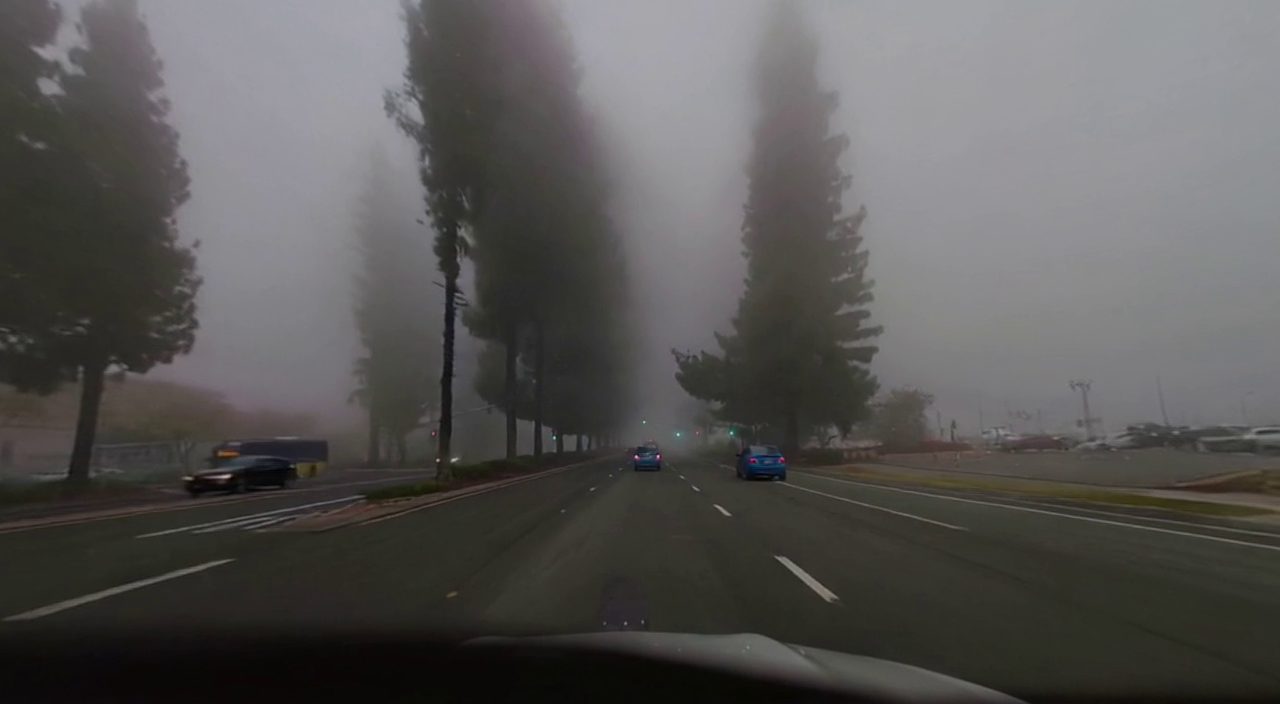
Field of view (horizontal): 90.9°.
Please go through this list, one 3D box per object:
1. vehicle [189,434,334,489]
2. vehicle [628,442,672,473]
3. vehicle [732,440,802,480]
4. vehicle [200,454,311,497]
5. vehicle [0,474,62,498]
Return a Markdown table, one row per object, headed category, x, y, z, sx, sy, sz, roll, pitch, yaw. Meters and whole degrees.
| category | x | y | z | sx | sy | sz | roll | pitch | yaw |
| --- | --- | --- | --- | --- | --- | --- | --- | --- | --- |
| vehicle | -28.773 | 8.370 | 48.908 | 3.375 | 3.684 | 11.176 | -1 | -9 | 6 |
| vehicle | 0.477 | 5.507 | 33.131 | 2.144 | 1.505 | 4.128 | 0 | -8 | 0 |
| vehicle | 5.167 | 4.455 | 26.256 | 2.067 | 1.497 | 4.327 | 0 | -8 | 1 |
| vehicle | -17.617 | 5.653 | 29.248 | 1.984 | 1.698 | 4.885 | -1 | -8 | 1 |
| vehicle | -41.321 | 8.942 | 42.152 | 1.641 | 1.376 | 3.792 | -1 | -9 | 2 |
